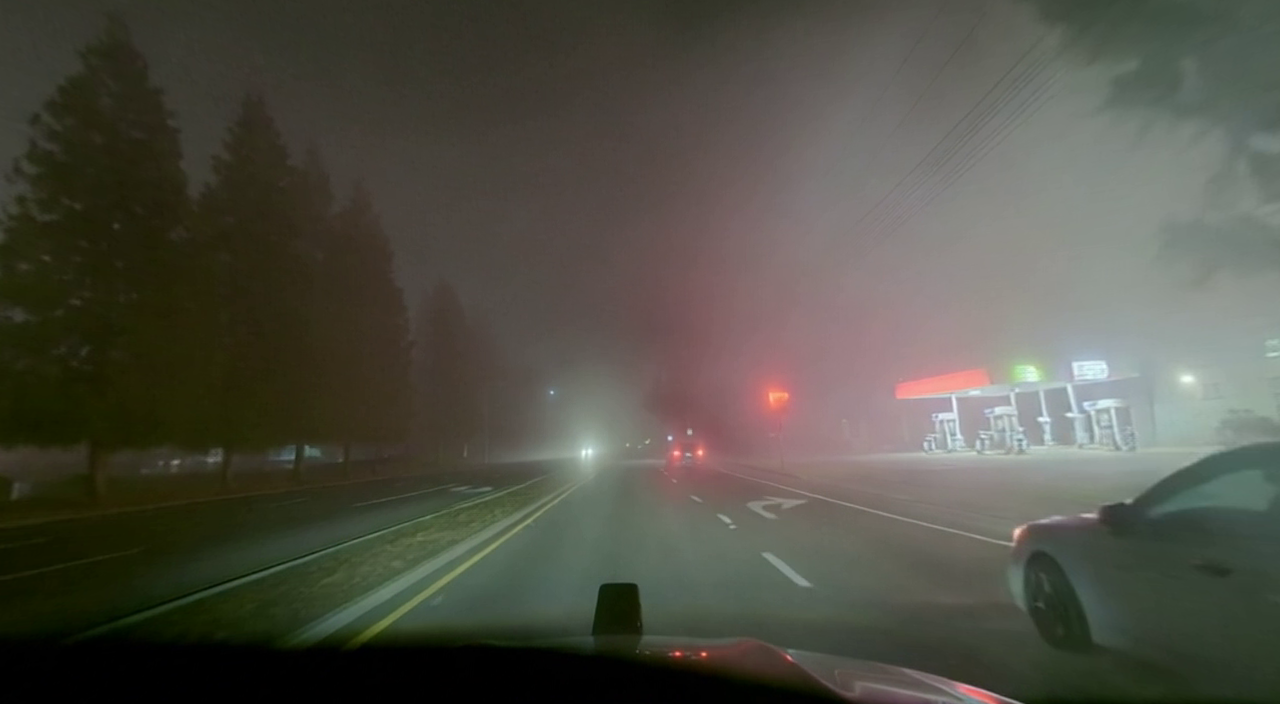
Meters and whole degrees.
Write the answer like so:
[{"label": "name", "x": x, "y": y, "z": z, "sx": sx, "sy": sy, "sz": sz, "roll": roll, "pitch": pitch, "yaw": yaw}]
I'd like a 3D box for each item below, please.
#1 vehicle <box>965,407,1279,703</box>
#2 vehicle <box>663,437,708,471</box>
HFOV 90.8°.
[{"label": "vehicle", "x": 3.554, "y": 0.980, "z": 2.641, "sx": 2.061, "sy": 1.475, "sz": 4.296, "roll": 0, "pitch": -9, "yaw": 0}, {"label": "vehicle", "x": 2.568, "y": 5.972, "z": 37.103, "sx": 2.115, "sy": 1.840, "sz": 4.777, "roll": 0, "pitch": -9, "yaw": -2}]
